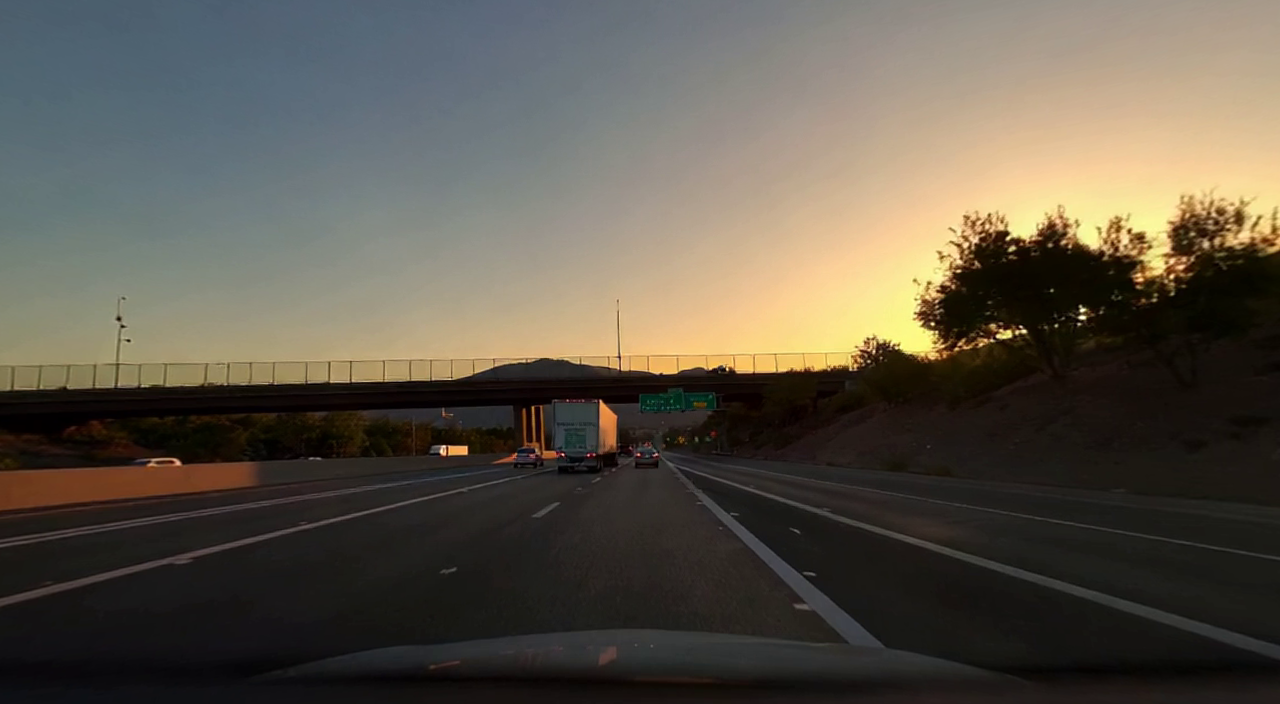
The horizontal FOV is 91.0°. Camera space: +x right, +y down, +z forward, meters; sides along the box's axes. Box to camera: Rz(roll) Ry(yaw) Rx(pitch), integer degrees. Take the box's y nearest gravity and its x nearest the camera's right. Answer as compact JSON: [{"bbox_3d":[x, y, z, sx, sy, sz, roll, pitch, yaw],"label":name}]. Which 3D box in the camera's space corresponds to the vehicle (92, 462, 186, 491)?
[{"bbox_3d":[-31.547,7.808,39.850,1.995,1.611,4.703,-1,-9,2],"label":"vehicle"}]

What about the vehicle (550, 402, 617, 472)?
[{"bbox_3d":[-3.402,5.687,41.565,3.053,3.948,11.288,-1,-9,2],"label":"vehicle"}]

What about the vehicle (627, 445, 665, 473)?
[{"bbox_3d":[0.342,6.129,36.215,2.066,1.469,4.050,0,-9,1],"label":"vehicle"}]

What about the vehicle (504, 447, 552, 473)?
[{"bbox_3d":[-6.914,6.708,39.259,1.996,1.495,4.671,-1,-9,2],"label":"vehicle"}]
